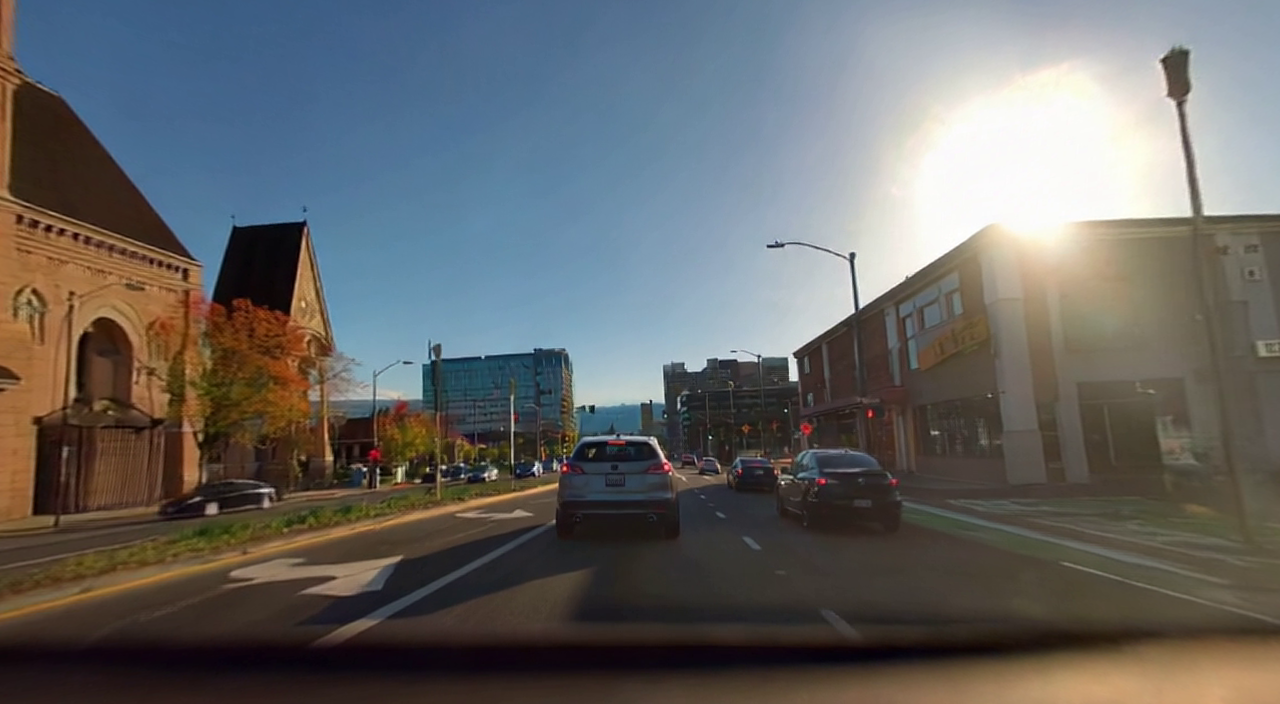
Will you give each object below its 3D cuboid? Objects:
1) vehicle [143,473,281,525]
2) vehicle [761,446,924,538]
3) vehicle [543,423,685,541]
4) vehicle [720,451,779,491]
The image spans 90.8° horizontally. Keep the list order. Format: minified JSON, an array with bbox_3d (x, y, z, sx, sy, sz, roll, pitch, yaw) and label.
[{"bbox_3d":[-16.013,5.496,24.014,1.901,1.532,4.733,0,-8,1],"label":"vehicle"},{"bbox_3d":[3.708,2.605,12.511,1.883,1.472,4.471,0,-8,2],"label":"vehicle"},{"bbox_3d":[-0.309,2.290,11.762,2.168,1.776,4.135,-1,-8,2],"label":"vehicle"},{"bbox_3d":[4.520,4.953,26.619,1.890,1.491,4.166,-1,-8,2],"label":"vehicle"}]
